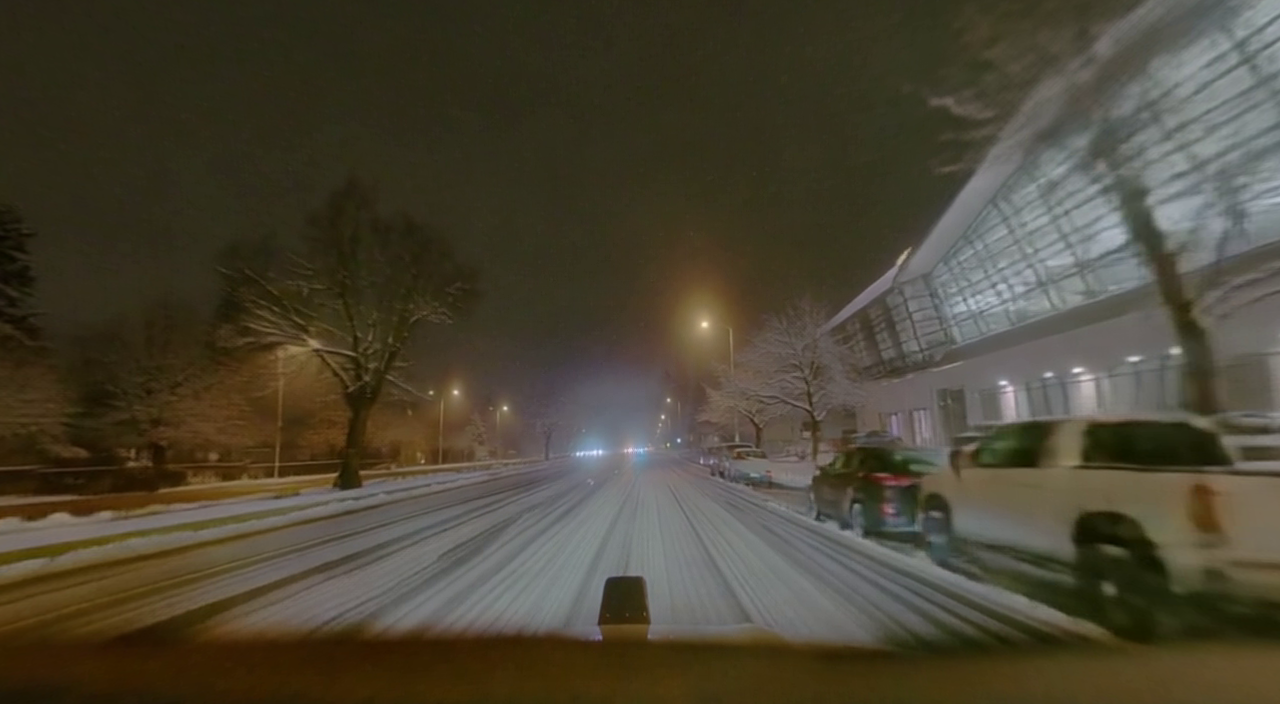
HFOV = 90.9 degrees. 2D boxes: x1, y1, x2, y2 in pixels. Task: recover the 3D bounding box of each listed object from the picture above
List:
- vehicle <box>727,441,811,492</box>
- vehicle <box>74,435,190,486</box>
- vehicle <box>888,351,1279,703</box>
[{"bbox_3d":[4.451,4.004,22.583,1.962,1.590,5.179,0,-8,1],"label":"vehicle"},{"bbox_3d":[-36.069,7.673,45.118,2.736,3.317,6.453,0,-8,0],"label":"vehicle"},{"bbox_3d":[3.965,1.173,4.775,2.078,1.771,5.174,0,-8,0],"label":"vehicle"}]
